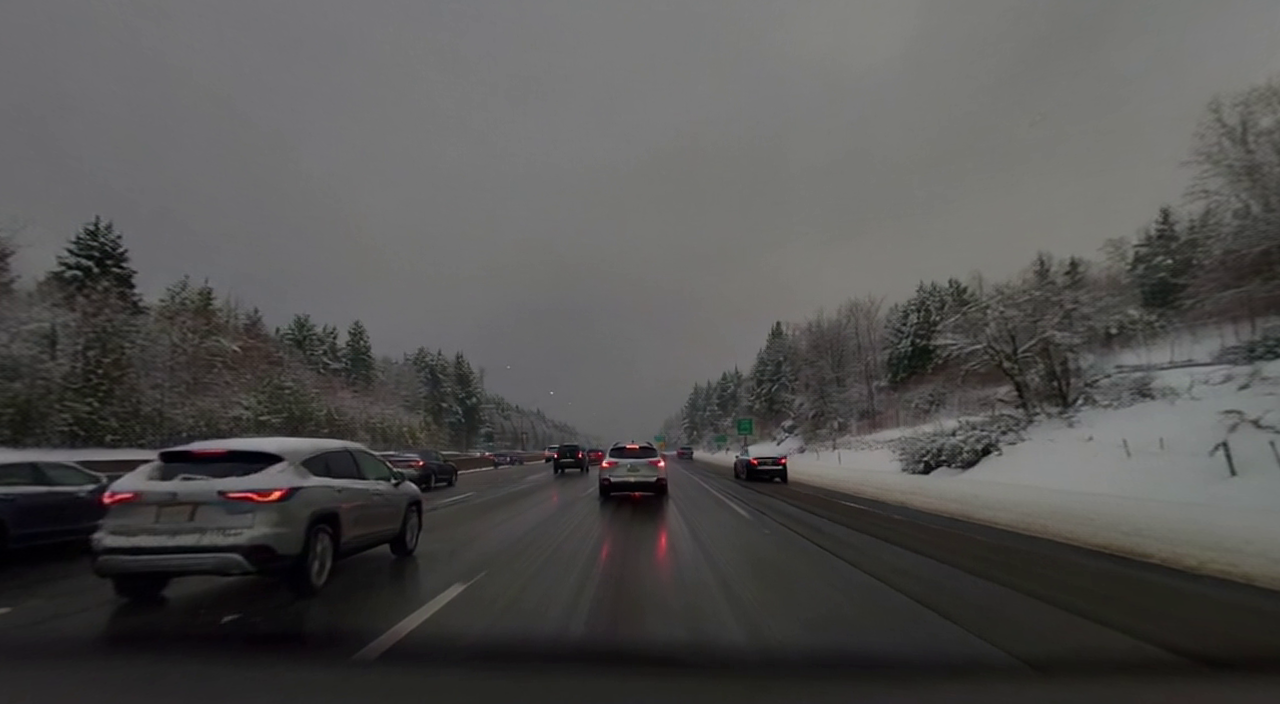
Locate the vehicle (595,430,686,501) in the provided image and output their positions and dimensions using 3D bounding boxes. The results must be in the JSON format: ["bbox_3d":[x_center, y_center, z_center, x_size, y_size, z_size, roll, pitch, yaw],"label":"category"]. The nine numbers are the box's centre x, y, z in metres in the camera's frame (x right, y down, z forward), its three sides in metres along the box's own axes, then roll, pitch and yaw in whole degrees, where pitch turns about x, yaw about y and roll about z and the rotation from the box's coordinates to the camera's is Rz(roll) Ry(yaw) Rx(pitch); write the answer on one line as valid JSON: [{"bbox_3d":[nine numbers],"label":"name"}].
[{"bbox_3d":[0.025,3.085,17.476,2.223,1.722,4.177,0,-8,0],"label":"vehicle"}]

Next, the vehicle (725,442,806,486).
[{"bbox_3d":[4.620,4.195,23.934,2.006,1.474,4.669,0,-8,-1],"label":"vehicle"}]

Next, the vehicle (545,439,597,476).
[{"bbox_3d":[-3.549,5.516,33.165,2.142,1.808,4.266,0,-8,1],"label":"vehicle"}]

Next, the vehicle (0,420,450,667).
[{"bbox_3d":[-3.571,1.502,6.113,2.011,1.498,4.341,0,-8,1],"label":"vehicle"}]

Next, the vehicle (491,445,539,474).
[{"bbox_3d":[-7.326,6.320,37.194,1.931,1.617,4.060,0,-8,1],"label":"vehicle"}]
